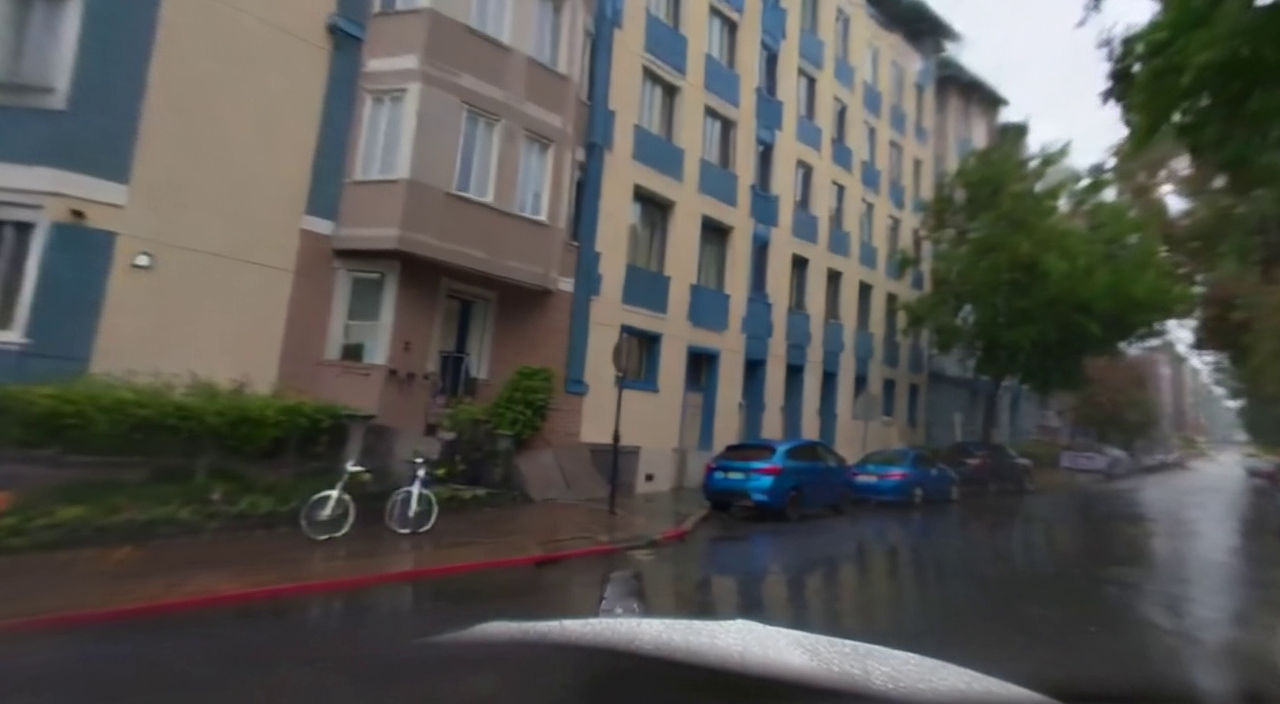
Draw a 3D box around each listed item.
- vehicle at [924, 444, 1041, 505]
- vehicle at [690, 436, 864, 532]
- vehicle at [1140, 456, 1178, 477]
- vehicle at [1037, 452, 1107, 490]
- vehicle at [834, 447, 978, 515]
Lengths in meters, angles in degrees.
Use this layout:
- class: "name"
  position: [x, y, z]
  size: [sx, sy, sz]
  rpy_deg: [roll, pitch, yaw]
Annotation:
- class: "vehicle"
  position: [10.747, 3.704, 19.600]
  size: [4.302, 1.629, 1.942]
  rpy_deg: [8, -11, -44]
- class: "vehicle"
  position: [2.706, 2.405, 12.071]
  size: [1.719, 1.519, 3.414]
  rpy_deg: [-6, -10, 43]
- class: "vehicle"
  position: [41.228, 9.028, 49.907]
  size: [3.801, 1.473, 1.841]
  rpy_deg: [8, -11, -44]
- class: "vehicle"
  position: [19.568, 5.301, 28.423]
  size: [1.840, 1.493, 3.761]
  rpy_deg: [-7, -11, 44]
- class: "vehicle"
  position: [6.875, 3.174, 16.010]
  size: [4.294, 1.427, 1.830]
  rpy_deg: [8, -11, -44]
